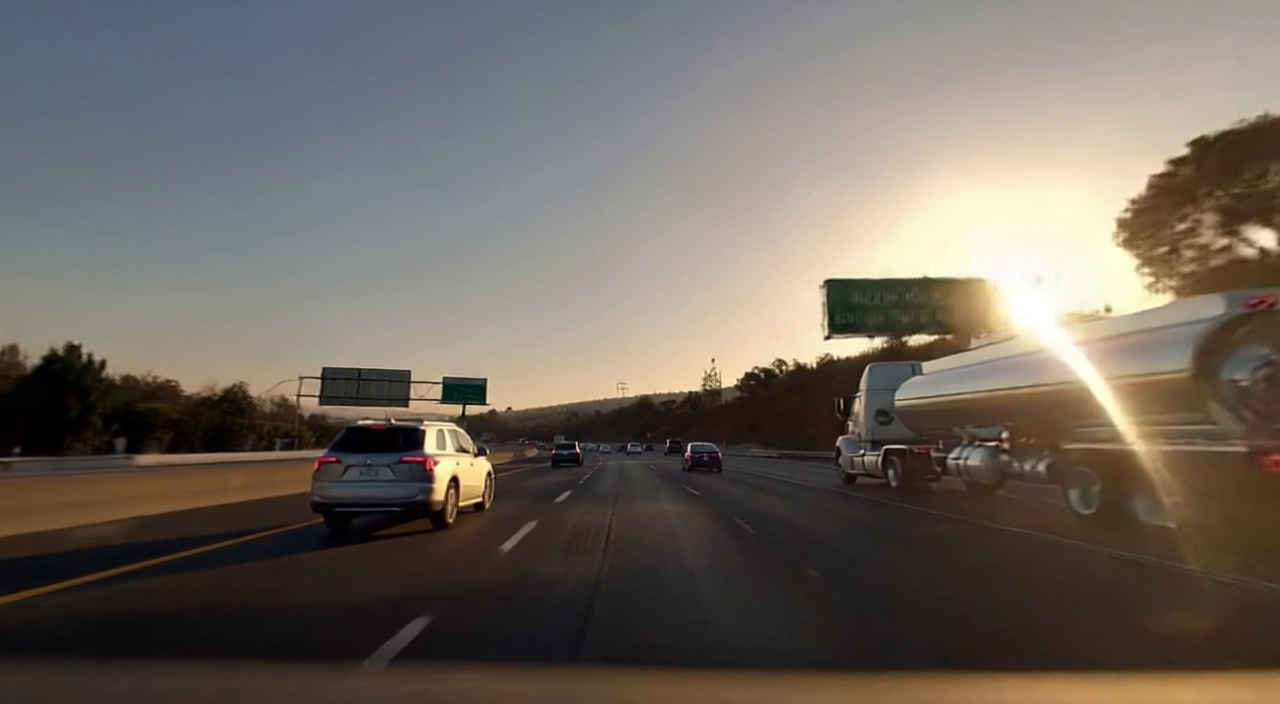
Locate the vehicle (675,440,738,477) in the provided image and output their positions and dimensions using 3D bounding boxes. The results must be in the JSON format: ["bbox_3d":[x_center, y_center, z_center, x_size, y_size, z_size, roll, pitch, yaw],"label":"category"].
[{"bbox_3d":[2.828,4.654,27.859,2.053,1.510,4.400,0,-8,-3],"label":"vehicle"}]

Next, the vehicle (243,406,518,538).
[{"bbox_3d":[-4.219,2.119,11.839,2.684,1.839,5.803,0,-8,0],"label":"vehicle"}]

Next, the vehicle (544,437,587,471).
[{"bbox_3d":[-4.329,5.998,37.375,2.149,1.843,4.348,0,-8,-2],"label":"vehicle"}]

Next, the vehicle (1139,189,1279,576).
[{"bbox_3d":[7.693,-0.263,2.196,3.554,3.573,10.307,0,-8,1],"label":"vehicle"}]

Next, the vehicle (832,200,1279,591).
[{"bbox_3d":[7.534,1.217,12.094,3.548,3.827,11.870,0,-8,-2],"label":"vehicle"}]
